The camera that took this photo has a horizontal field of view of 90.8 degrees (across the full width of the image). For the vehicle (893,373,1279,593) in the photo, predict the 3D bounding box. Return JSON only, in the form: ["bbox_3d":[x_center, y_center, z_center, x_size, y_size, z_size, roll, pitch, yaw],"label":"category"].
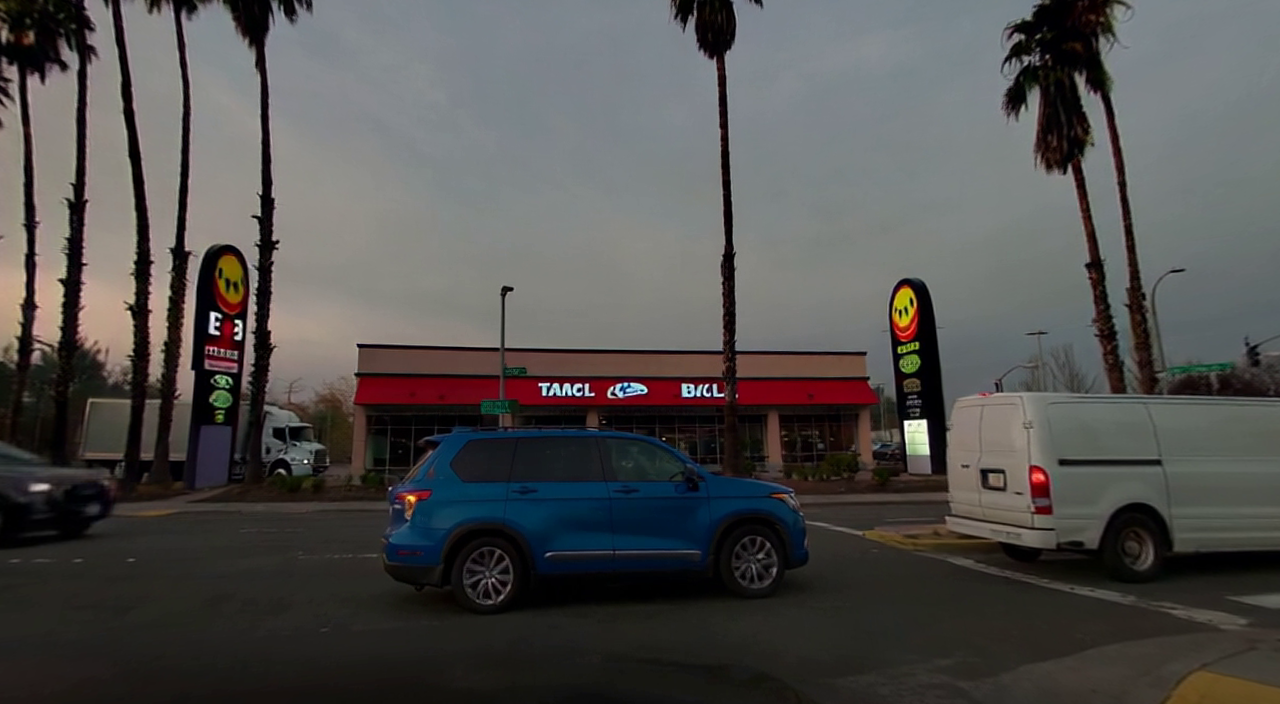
[{"bbox_3d":[6.782,1.528,7.930,6.246,2.202,2.277,1,-9,-7],"label":"vehicle"}]

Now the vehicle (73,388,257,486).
[{"bbox_3d":[-21.537,4.017,29.444,3.034,3.929,7.699,1,-9,-6],"label":"vehicle"}]

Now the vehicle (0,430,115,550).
[{"bbox_3d":[-10.970,1.999,9.396,4.280,1.625,2.062,1,-9,-7],"label":"vehicle"}]

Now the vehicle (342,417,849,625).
[{"bbox_3d":[-0.421,1.624,6.764,4.493,1.728,2.137,1,-9,-8],"label":"vehicle"}]
